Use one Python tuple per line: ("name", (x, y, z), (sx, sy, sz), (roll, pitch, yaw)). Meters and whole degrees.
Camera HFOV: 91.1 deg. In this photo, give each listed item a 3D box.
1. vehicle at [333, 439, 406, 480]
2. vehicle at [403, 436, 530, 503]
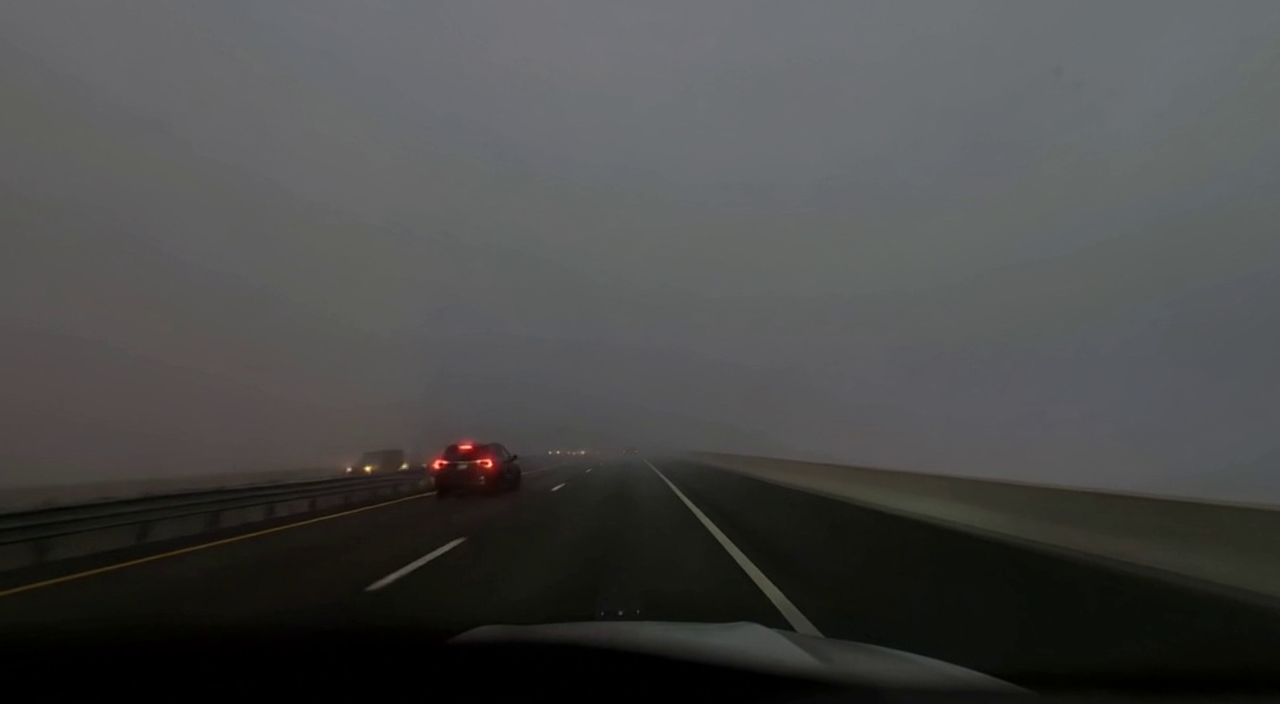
("vehicle", (-17.856, 7.134, 41.883), (2.364, 2.485, 5.546), (0, -9, 0))
("vehicle", (-4.528, 3.142, 17.257), (2.139, 1.577, 4.546), (0, -9, 0))
